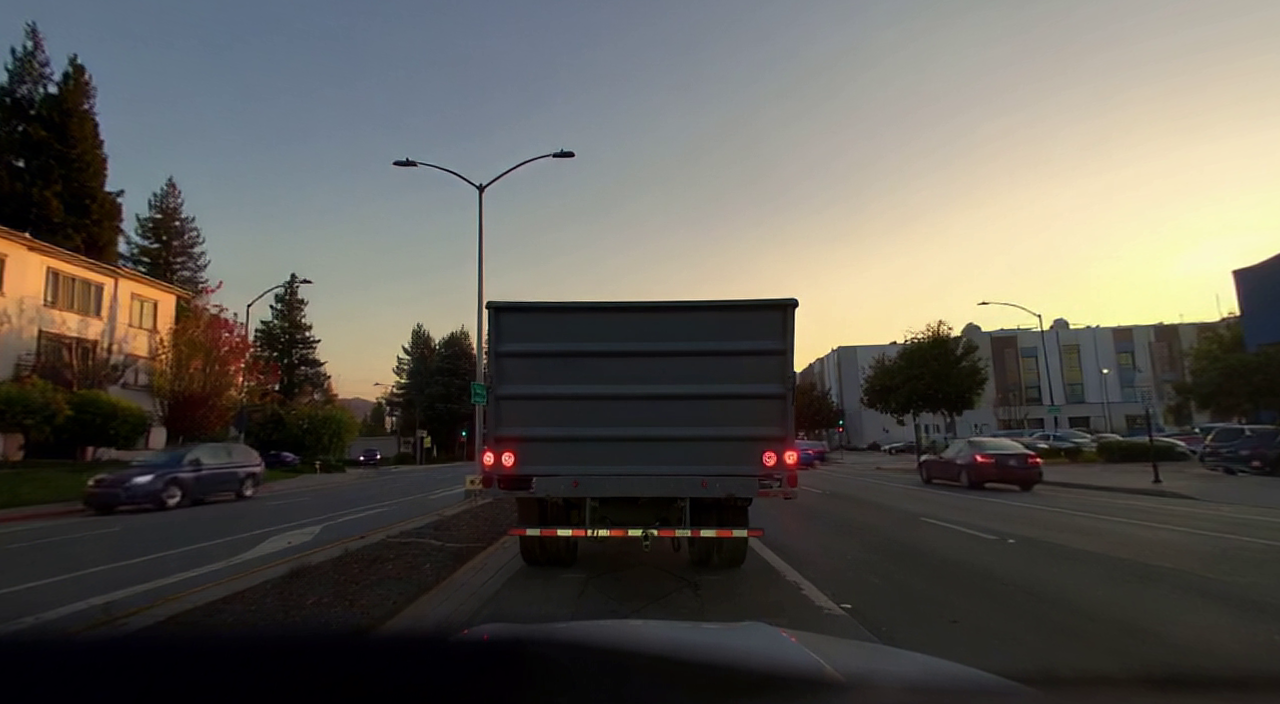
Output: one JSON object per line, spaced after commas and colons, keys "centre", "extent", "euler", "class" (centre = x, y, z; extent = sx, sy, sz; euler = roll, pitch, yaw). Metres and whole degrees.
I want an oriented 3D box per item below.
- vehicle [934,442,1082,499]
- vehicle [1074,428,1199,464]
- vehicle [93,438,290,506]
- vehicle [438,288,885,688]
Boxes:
{"centre": [10.492, 3.372, 18.408], "extent": [1.907, 1.465, 4.077], "euler": [-1, -8, 1], "class": "vehicle"}
{"centre": [23.092, 4.389, 29.445], "extent": [4.171, 1.614, 1.894], "euler": [-1, -8, 1], "class": "vehicle"}
{"centre": [-14.493, 3.865, 21.008], "extent": [2.218, 1.926, 5.753], "euler": [-1, -8, 2], "class": "vehicle"}
{"centre": [0.272, 1.301, 7.374], "extent": [2.650, 2.391, 7.008], "euler": [-1, -8, 3], "class": "vehicle"}
